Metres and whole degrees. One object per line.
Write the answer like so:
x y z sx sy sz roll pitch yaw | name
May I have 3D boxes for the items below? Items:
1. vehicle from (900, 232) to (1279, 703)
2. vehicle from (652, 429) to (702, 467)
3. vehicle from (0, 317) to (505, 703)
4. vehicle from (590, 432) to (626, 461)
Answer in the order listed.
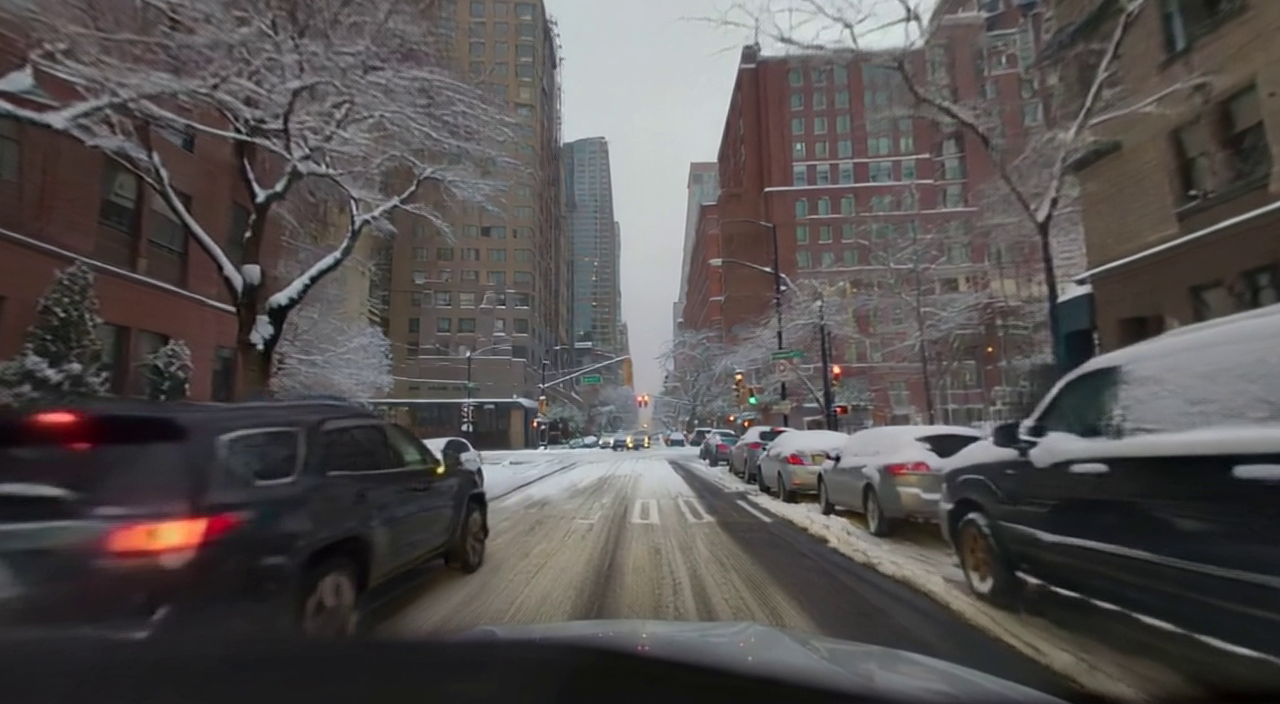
3.699 0.658 3.174 2.356 2.043 5.791 -1 -8 1 | vehicle
1.810 4.507 29.612 2.111 1.619 4.077 -1 -8 6 | vehicle
-2.818 1.184 4.615 2.333 1.832 5.200 -1 -8 2 | vehicle
-1.988 5.941 39.793 1.979 1.723 3.849 -1 -8 1 | vehicle
